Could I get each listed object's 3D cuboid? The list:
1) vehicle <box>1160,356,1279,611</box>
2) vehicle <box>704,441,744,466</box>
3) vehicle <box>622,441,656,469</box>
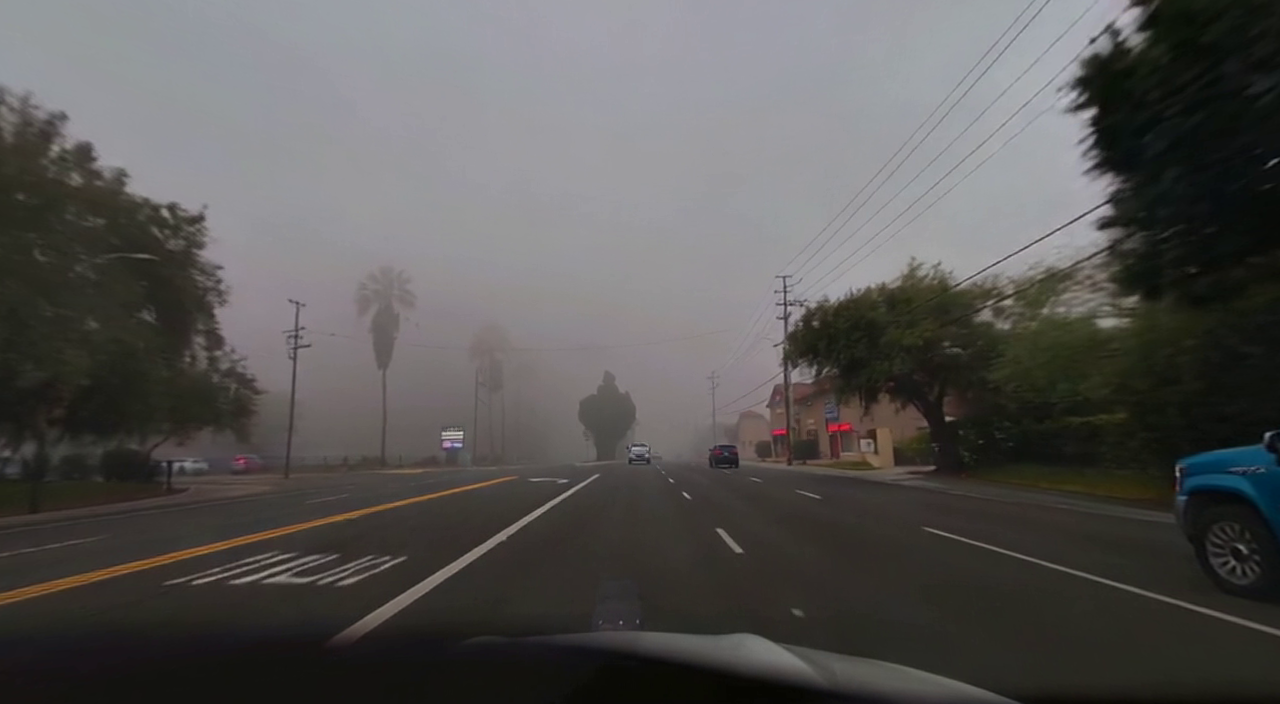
[{"bbox_3d":[5.952,0.787,3.490,2.355,1.889,4.392,0,-9,1],"label":"vehicle"},{"bbox_3d":[6.099,7.497,46.417,2.252,1.718,4.617,0,-9,0],"label":"vehicle"},{"bbox_3d":[-0.066,6.721,41.147,2.138,1.702,4.168,0,-9,0],"label":"vehicle"}]
